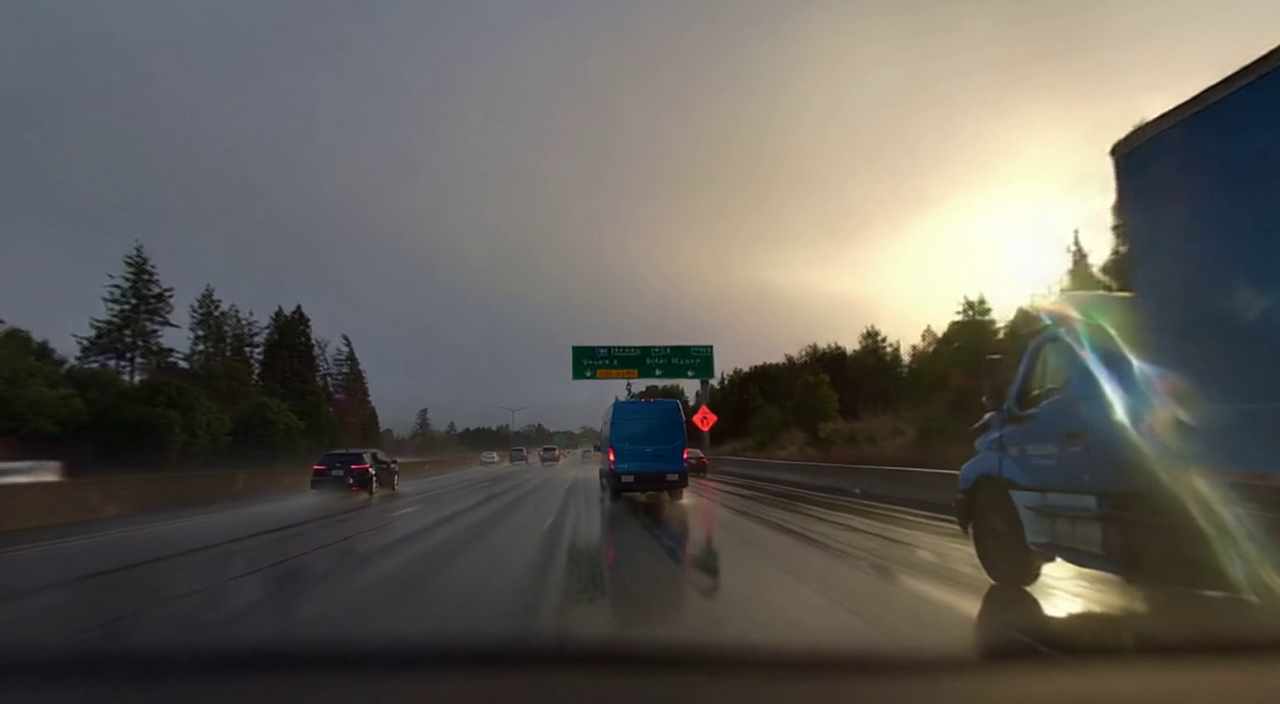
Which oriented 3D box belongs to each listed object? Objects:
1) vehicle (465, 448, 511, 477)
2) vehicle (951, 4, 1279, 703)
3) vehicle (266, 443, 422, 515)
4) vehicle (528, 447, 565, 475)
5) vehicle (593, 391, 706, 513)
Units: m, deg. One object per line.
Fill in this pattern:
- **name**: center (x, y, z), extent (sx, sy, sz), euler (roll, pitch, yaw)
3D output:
- **vehicle**: center (-8.659, 6.294, 35.937), extent (2.026, 1.506, 4.102), euler (1, -9, -7)
- **vehicle**: center (4.783, 0.026, 3.092), extent (2.959, 3.648, 6.040), euler (1, -9, -4)
- **vehicle**: center (-7.103, 3.061, 15.663), extent (2.003, 1.498, 4.386), euler (0, -9, -4)
- **vehicle**: center (-5.538, 6.511, 37.682), extent (2.002, 1.536, 4.021), euler (0, -9, -6)
- **vehicle**: center (0.008, 2.510, 15.948), extent (2.268, 2.551, 5.144), euler (0, -9, -6)
